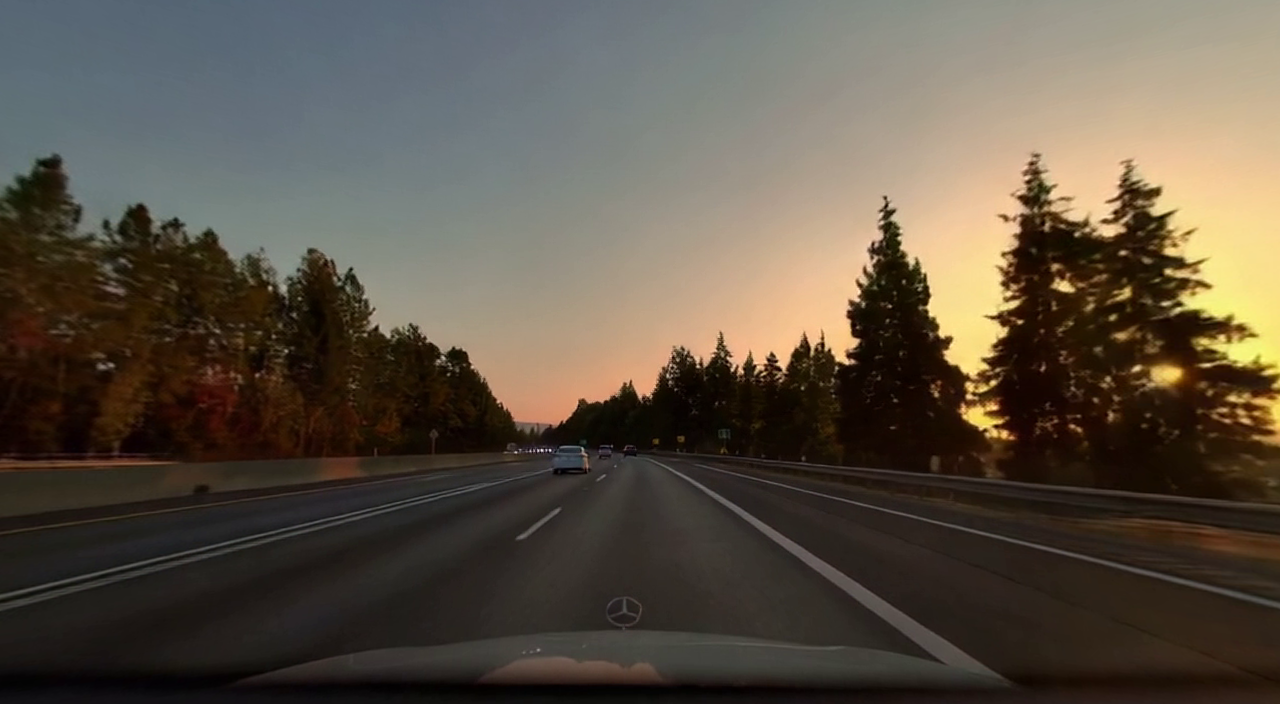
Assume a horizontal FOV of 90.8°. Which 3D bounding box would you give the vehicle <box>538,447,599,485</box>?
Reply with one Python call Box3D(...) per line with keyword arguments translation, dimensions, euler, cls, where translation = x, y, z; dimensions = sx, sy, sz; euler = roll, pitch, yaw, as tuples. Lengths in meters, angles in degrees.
Box3D(translation=(-3.168, 5.166, 28.995), dimensions=(2.184, 1.574, 5.004), euler=(0, -9, 0), cls="vehicle")
